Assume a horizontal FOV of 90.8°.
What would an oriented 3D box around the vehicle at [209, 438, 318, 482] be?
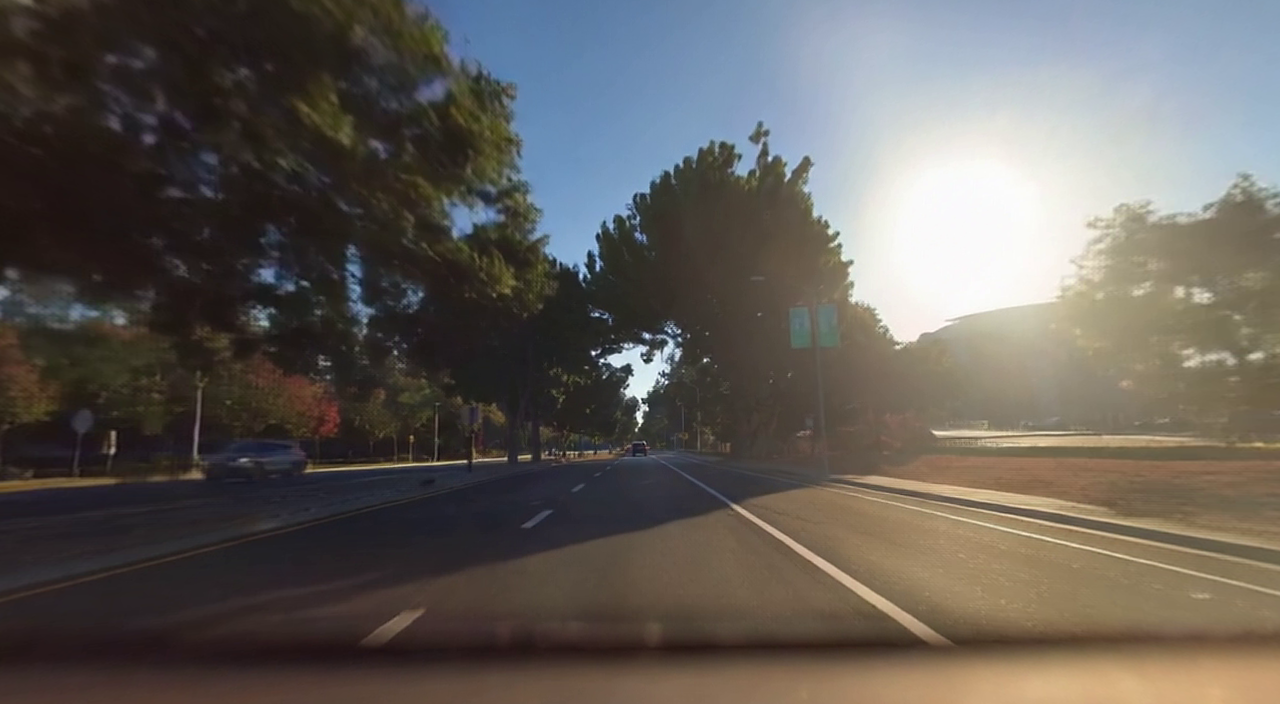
[{"bbox_3d":[-16.608,4.766,28.179,2.025,1.802,4.468,0,-8,1],"label":"vehicle"}]
